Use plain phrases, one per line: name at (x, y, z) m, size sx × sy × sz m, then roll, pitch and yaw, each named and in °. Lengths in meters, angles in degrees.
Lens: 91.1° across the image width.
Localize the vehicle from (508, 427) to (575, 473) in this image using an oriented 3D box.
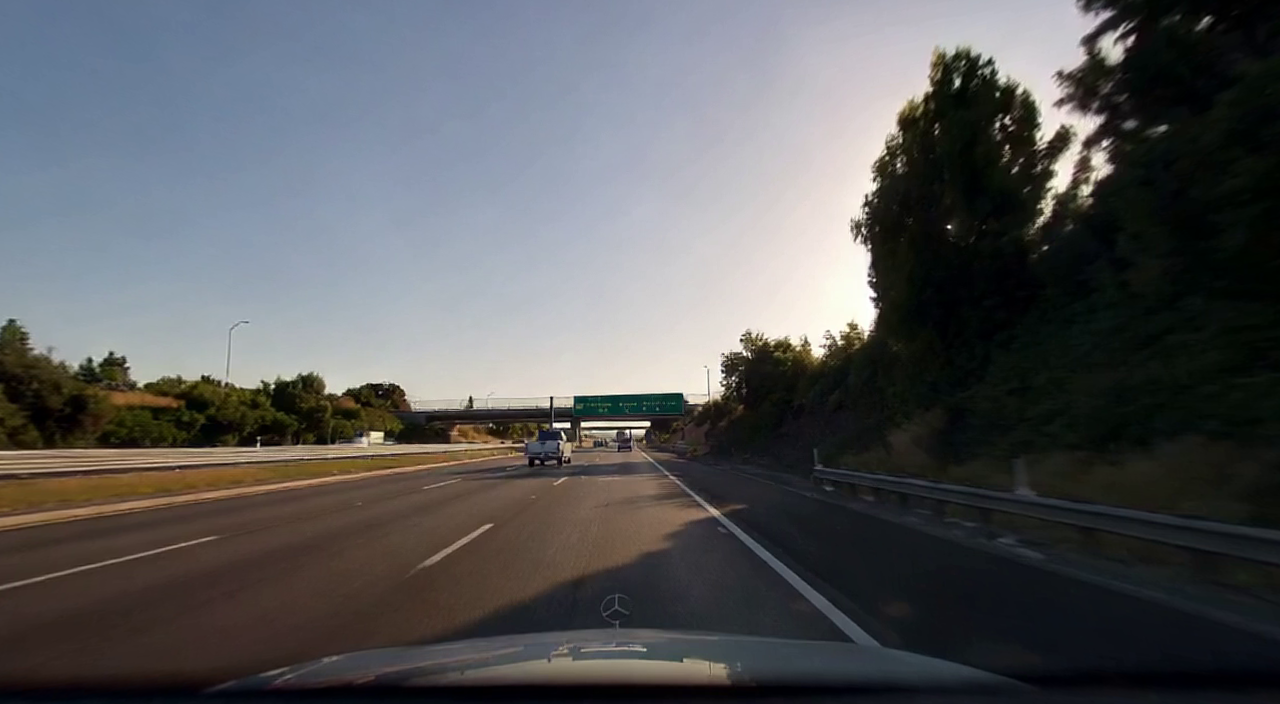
vehicle at (-4.496, 4.566, 29.671) m, size 2.281 × 1.957 × 5.713 m, roll 0°, pitch -8°, yaw 0°
